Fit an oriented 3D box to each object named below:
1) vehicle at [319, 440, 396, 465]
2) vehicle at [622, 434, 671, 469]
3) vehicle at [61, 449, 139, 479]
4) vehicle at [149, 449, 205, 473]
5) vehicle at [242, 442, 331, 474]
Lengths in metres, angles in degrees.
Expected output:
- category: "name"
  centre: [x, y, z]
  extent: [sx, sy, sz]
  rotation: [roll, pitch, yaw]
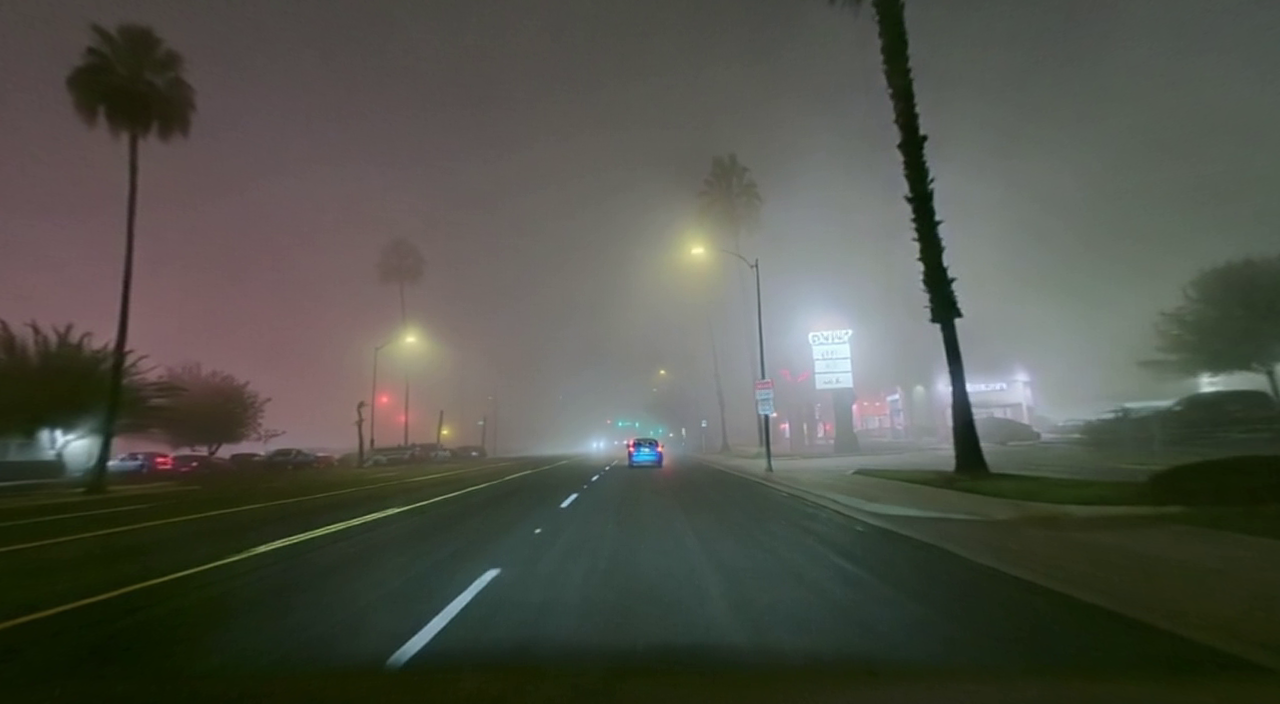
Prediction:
- category: "vehicle"
  centre: [-22.178, 7.893, 49.393]
  extent: [4.961, 1.894, 2.256]
  rotation: [0, -9, -1]
- category: "vehicle"
  centre: [0.242, 4.639, 29.386]
  extent: [2.144, 1.514, 4.063]
  rotation: [0, -8, -1]
- category: "vehicle"
  centre: [-35.301, 7.279, 41.043]
  extent: [4.727, 1.857, 2.136]
  rotation: [-5, -10, 28]
- category: "vehicle"
  centre: [-35.016, 8.207, 47.455]
  extent: [4.157, 1.639, 1.955]
  rotation: [-6, -10, 33]
- category: "vehicle"
  centre: [-22.928, 6.868, 40.873]
  extent: [4.672, 1.665, 1.957]
  rotation: [-3, -7, -2]
